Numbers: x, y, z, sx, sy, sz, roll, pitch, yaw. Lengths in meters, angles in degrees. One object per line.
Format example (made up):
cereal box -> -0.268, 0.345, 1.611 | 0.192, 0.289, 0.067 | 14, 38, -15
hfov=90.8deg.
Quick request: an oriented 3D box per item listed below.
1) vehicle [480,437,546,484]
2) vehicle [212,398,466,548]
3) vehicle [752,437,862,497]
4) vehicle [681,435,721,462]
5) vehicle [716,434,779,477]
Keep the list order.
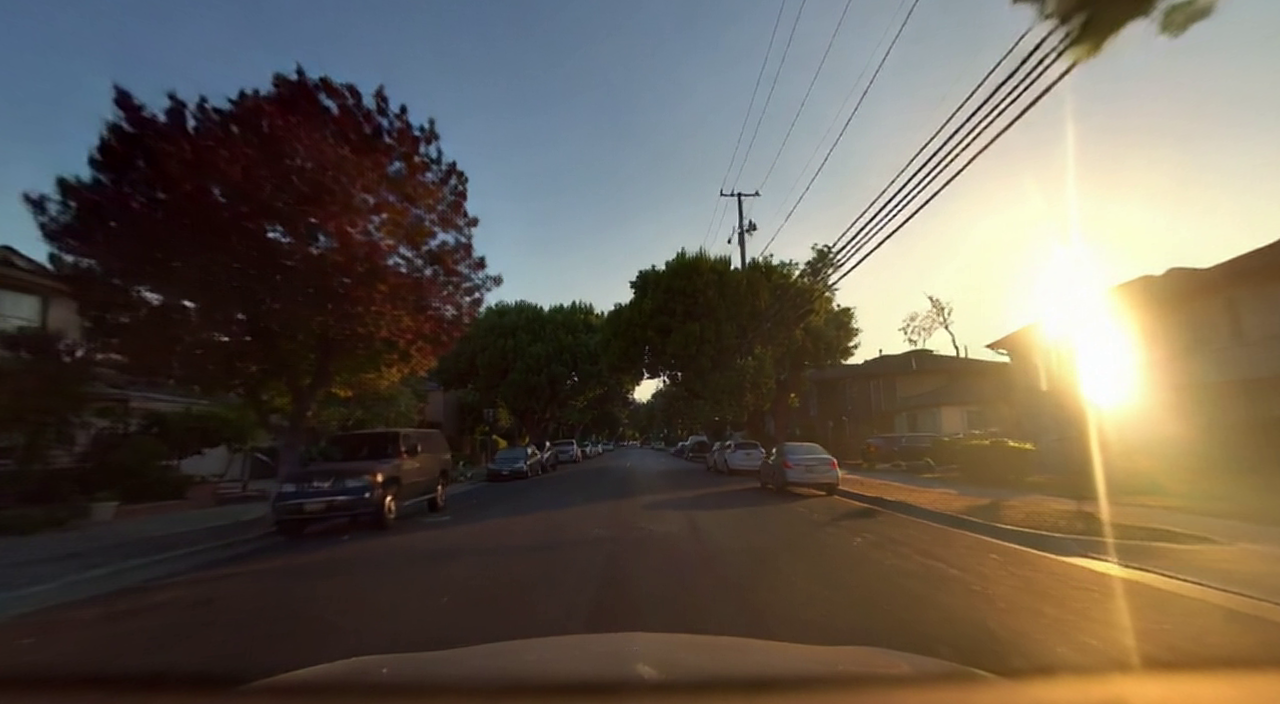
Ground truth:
vehicle -> -5.263, 4.501, 26.680 | 1.873, 1.709, 4.206 | -4, -8, 0
vehicle -> -5.262, 2.201, 12.272 | 2.242, 2.135, 5.566 | -2, -8, 0
vehicle -> 4.436, 3.111, 17.527 | 1.893, 1.437, 4.369 | 0, -8, 0
vehicle -> 4.443, 7.132, 46.907 | 2.279, 1.848, 5.577 | 0, -8, -2
vehicle -> 4.390, 4.295, 26.514 | 1.979, 1.620, 4.684 | 0, -8, 2
